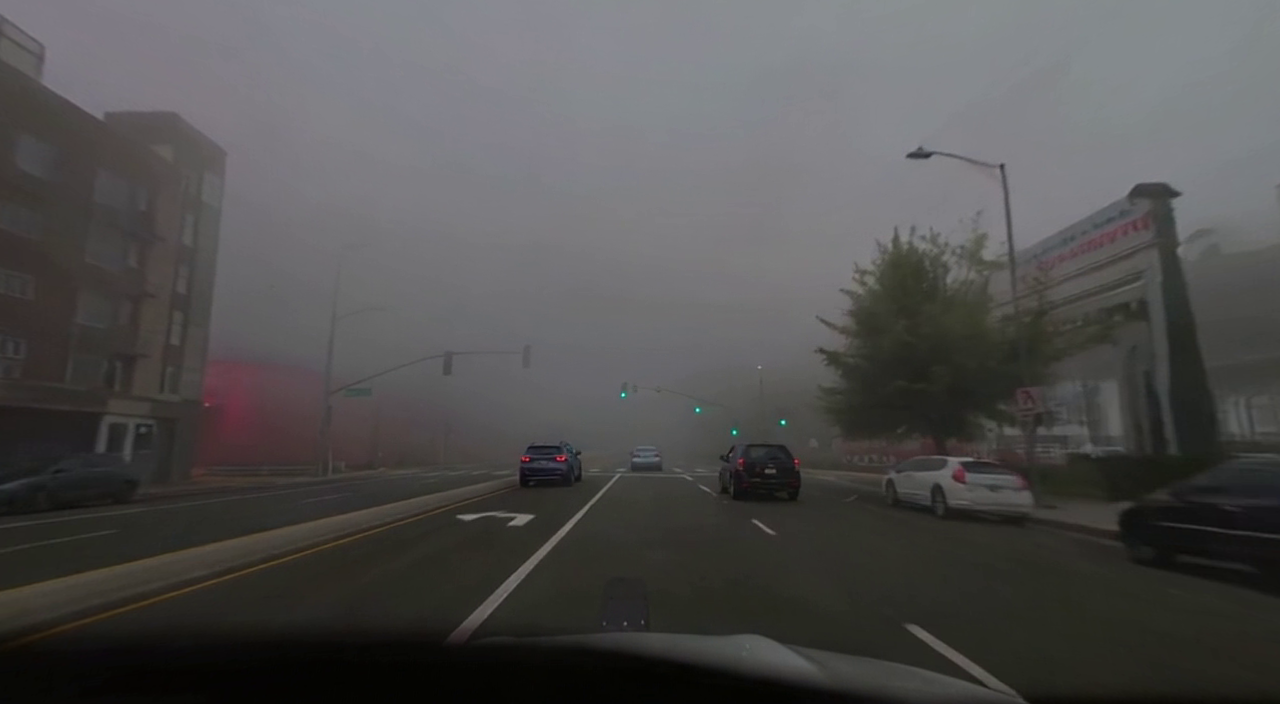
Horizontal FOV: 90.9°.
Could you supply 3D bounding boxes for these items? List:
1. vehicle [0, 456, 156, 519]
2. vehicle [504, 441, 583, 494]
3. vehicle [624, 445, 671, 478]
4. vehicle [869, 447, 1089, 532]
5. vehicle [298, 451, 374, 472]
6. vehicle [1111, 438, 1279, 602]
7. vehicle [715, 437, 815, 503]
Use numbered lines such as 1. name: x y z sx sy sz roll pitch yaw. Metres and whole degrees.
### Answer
1. vehicle: -16.766 3.811 18.112 1.919 1.469 4.719 -2 -8 1
2. vehicle: -2.990 3.684 20.458 1.860 1.510 4.073 0 -9 1
3. vehicle: 0.349 5.200 30.264 2.103 1.468 4.094 0 -9 0
4. vehicle: 6.877 2.803 13.596 1.920 1.473 4.898 0 -9 -2
5. vehicle: -23.499 8.462 48.834 4.890 1.514 1.908 0 -9 1
6. vehicle: 6.964 1.555 5.779 1.898 1.524 4.439 0 -9 1
7. vehicle: 3.355 3.243 17.708 1.987 1.637 3.896 0 -9 0
